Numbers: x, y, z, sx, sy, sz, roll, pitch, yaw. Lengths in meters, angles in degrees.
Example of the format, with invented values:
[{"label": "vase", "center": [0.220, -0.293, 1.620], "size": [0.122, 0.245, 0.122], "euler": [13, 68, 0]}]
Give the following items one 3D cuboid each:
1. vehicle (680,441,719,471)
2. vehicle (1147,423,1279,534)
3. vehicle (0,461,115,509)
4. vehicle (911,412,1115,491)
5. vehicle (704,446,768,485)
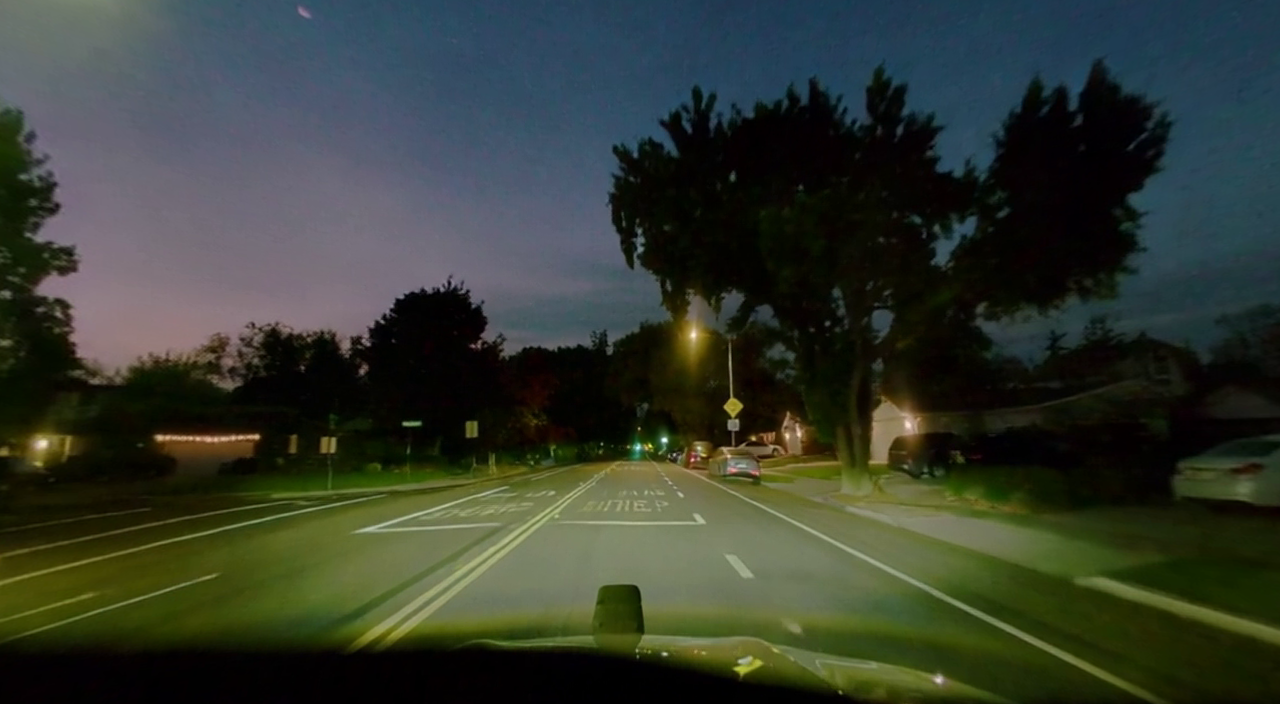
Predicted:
[{"label": "vehicle", "center": [3.852, 6.789, 41.393], "size": [2.032, 1.792, 4.849], "euler": [0, -9, -1]}, {"label": "vehicle", "center": [11.070, 1.845, 9.967], "size": [4.493, 1.493, 1.926], "euler": [-3, -9, -3]}, {"label": "vehicle", "center": [-21.567, 4.535, 21.783], "size": [5.074, 1.511, 1.978], "euler": [0, -9, 0]}, {"label": "vehicle", "center": [10.935, 2.942, 18.850], "size": [4.459, 1.696, 2.361], "euler": [-6, -8, -1]}, {"label": "vehicle", "center": [3.906, 4.697, 26.421], "size": [1.940, 1.470, 4.101], "euler": [0, -9, -1]}]
